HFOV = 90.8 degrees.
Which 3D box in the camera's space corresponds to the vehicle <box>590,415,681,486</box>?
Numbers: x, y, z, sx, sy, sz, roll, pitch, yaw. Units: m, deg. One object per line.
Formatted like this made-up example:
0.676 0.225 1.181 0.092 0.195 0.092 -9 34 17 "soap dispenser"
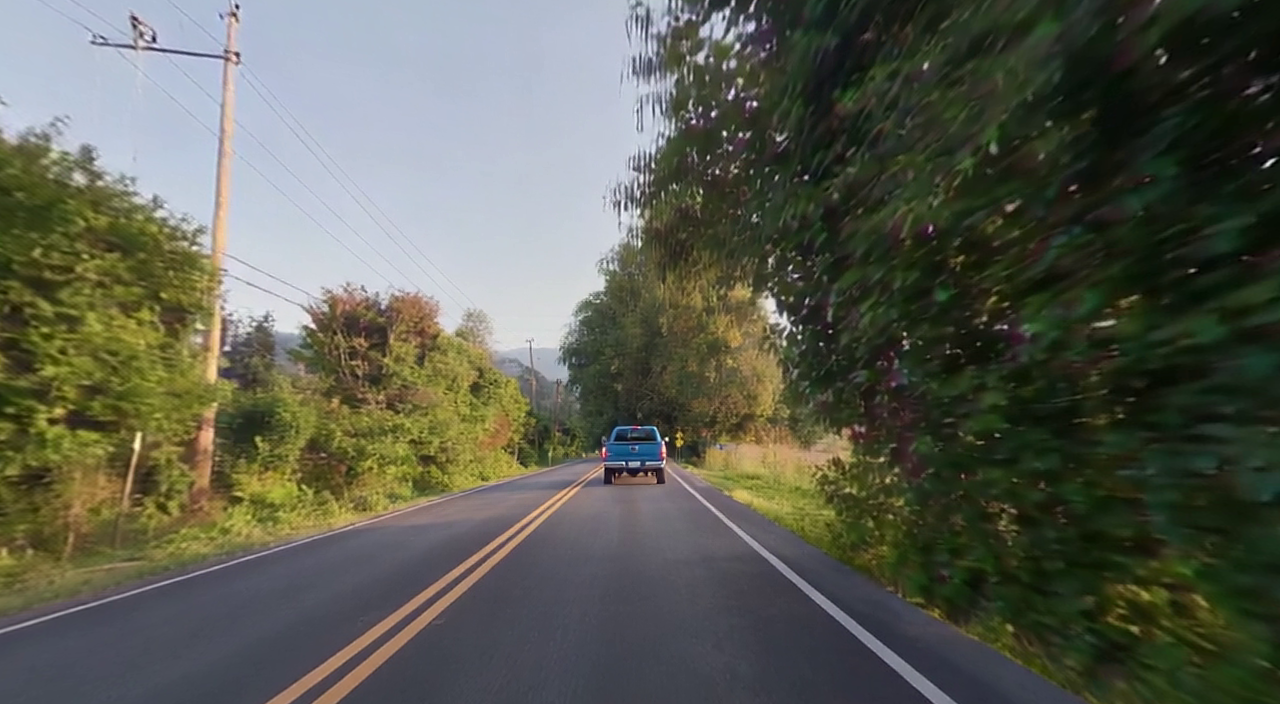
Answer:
-0.231 3.810 24.719 3.021 2.326 7.410 0 -8 -1 "vehicle"
